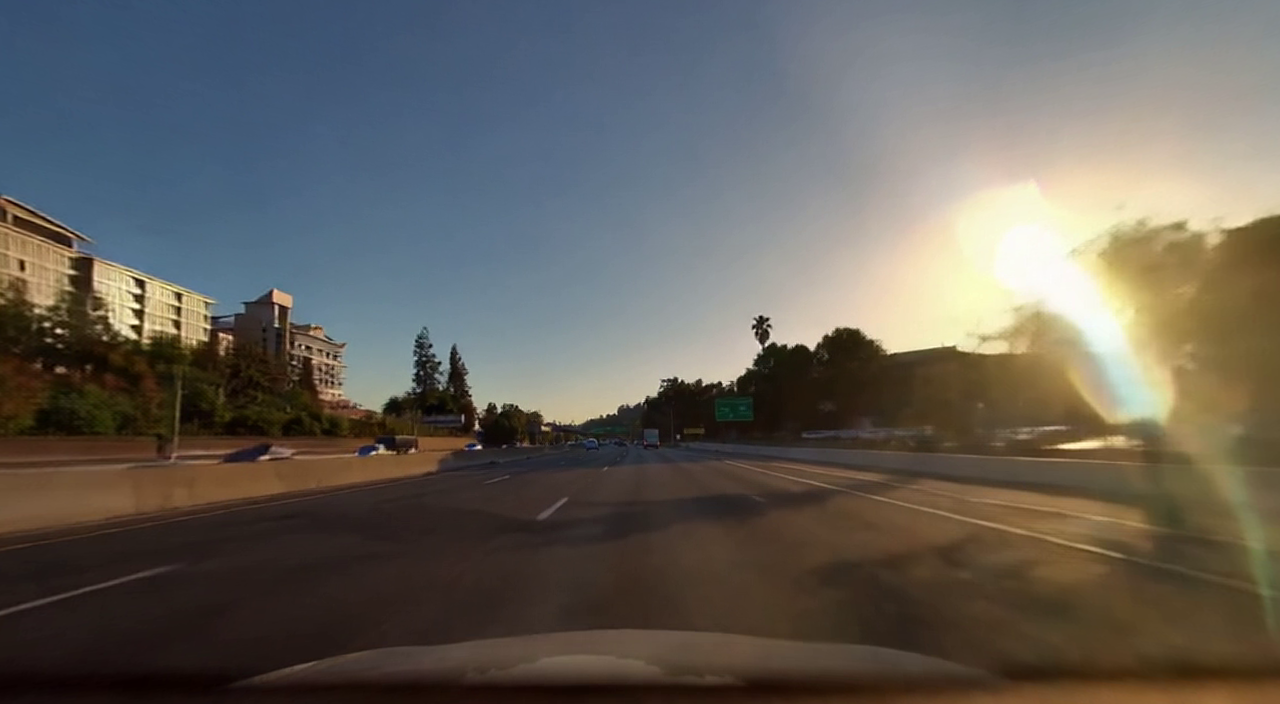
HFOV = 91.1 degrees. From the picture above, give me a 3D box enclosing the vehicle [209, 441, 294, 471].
[{"bbox_3d":[-27.646,7.391,44.943,2.222,1.975,6.003,0,-9,0],"label":"vehicle"}]
